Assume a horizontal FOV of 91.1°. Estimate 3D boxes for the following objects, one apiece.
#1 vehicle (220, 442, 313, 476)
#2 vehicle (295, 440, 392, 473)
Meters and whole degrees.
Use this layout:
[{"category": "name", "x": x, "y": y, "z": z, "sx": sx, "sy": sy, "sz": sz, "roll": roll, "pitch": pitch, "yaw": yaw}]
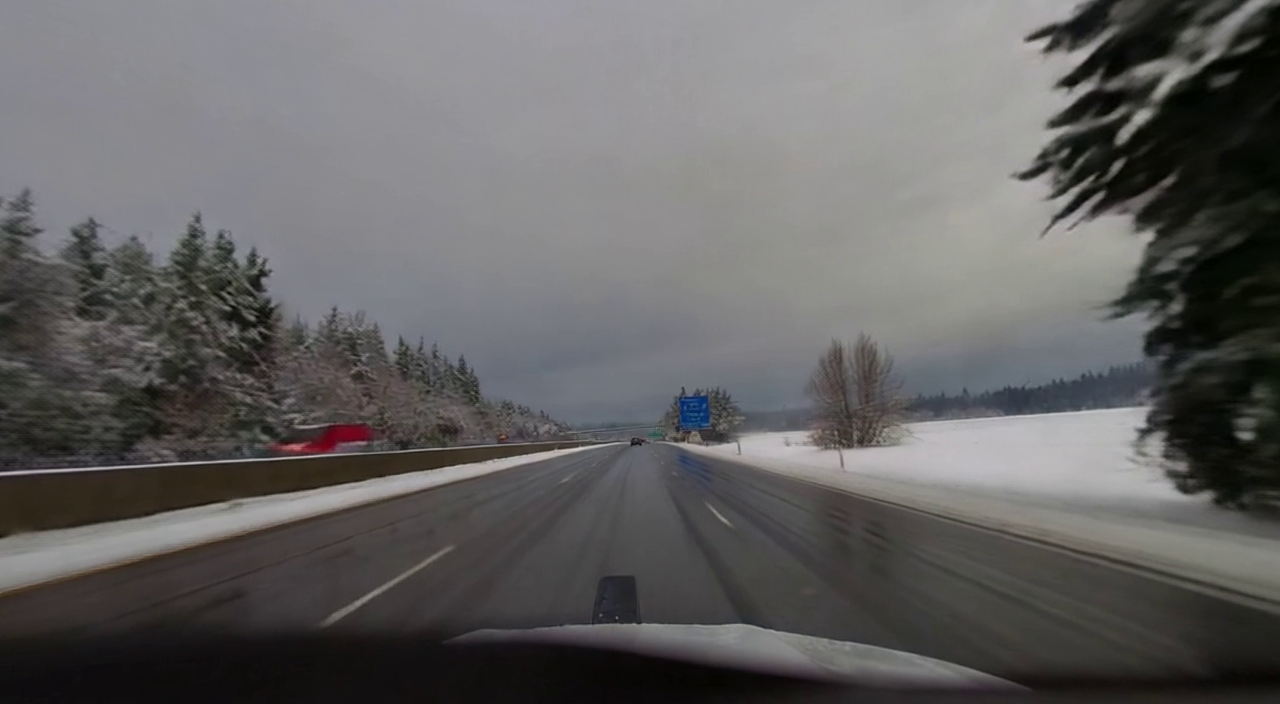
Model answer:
[{"category": "vehicle", "x": -17.935, "y": 5.121, "z": 30.474, "sx": 1.979, "sy": 1.497, "sz": 4.154, "roll": 0, "pitch": -8, "yaw": -1}, {"category": "vehicle", "x": -13.808, "y": 4.848, "z": 29.697, "sx": 2.081, "sy": 1.380, "sz": 5.160, "roll": 0, "pitch": -8, "yaw": 0}]
